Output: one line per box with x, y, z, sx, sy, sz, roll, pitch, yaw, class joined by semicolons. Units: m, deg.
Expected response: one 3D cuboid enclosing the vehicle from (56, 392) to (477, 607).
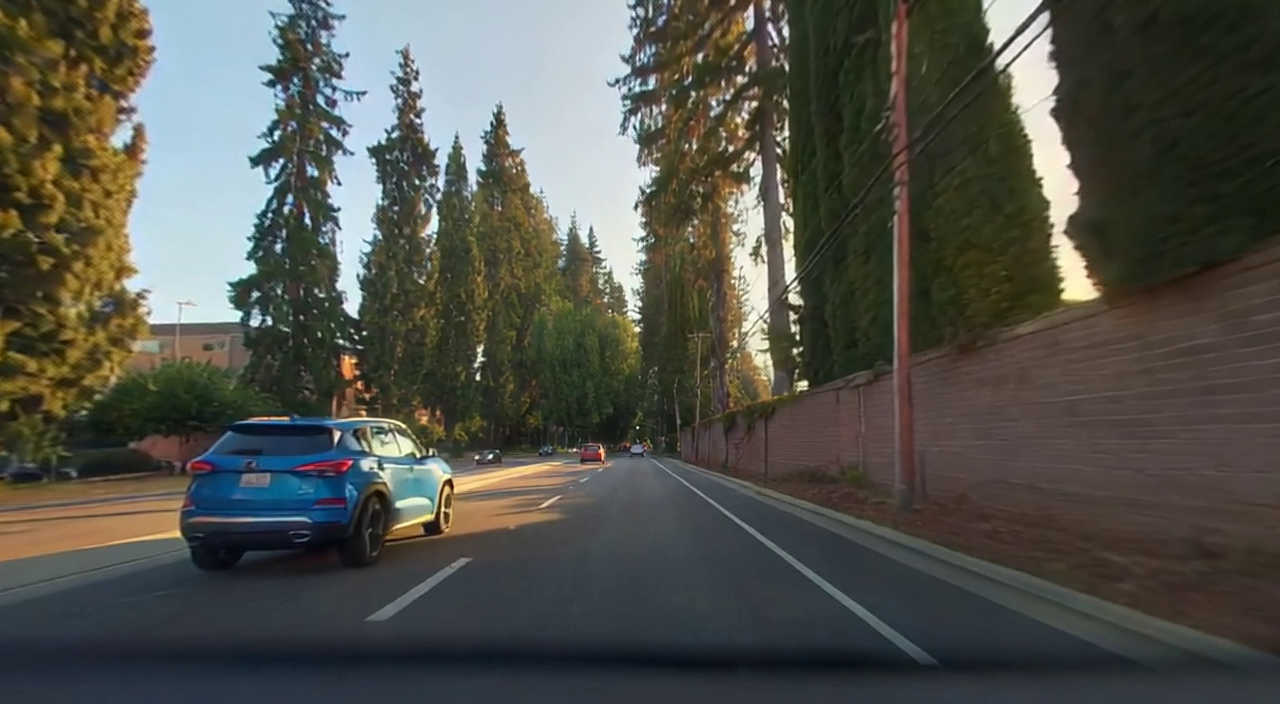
-3.628;1.525;7.448;2.147;1.730;4.555;0;-8;0;vehicle
